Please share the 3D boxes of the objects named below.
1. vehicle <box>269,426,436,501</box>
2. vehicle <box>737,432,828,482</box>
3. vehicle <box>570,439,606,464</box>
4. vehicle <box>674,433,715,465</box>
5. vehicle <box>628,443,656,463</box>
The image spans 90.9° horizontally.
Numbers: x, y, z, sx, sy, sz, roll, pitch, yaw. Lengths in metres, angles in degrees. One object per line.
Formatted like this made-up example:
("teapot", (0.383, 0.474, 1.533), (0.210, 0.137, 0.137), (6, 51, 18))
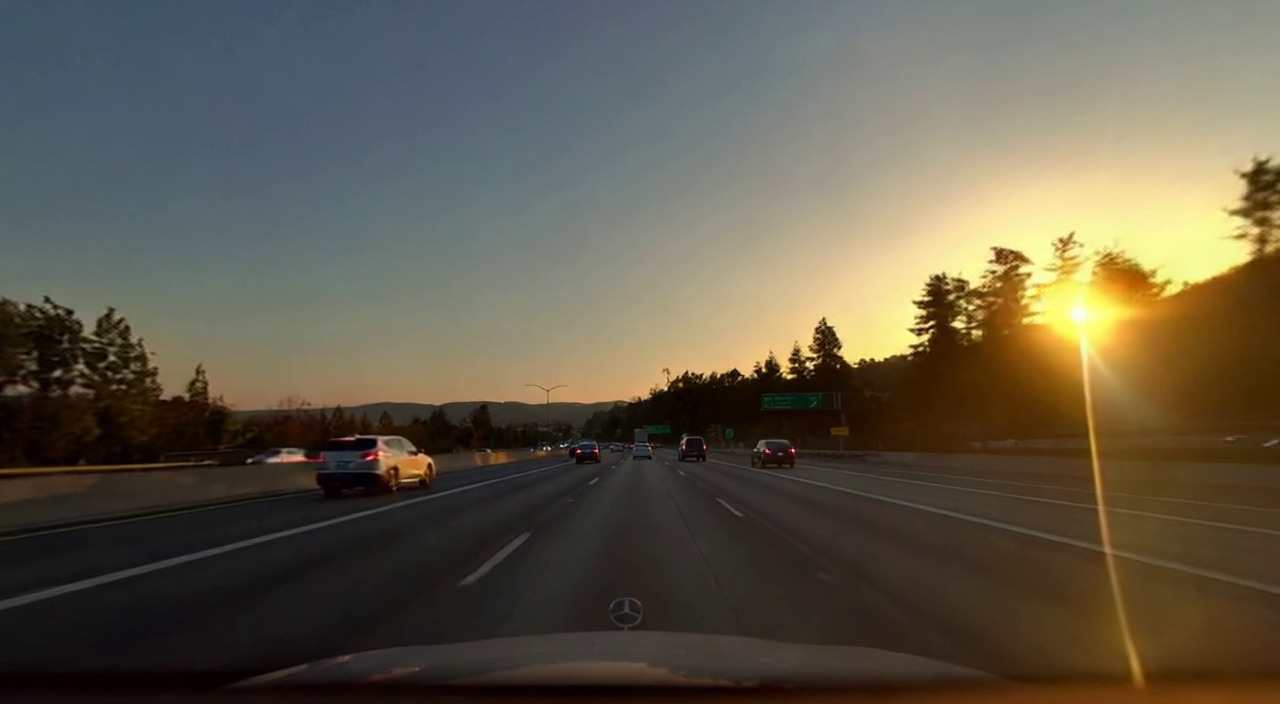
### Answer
("vehicle", (-7.878, 3.104, 18.042), (2.199, 1.781, 5.271), (-1, -8, 1))
("vehicle", (5.218, 3.916, 23.790), (2.196, 1.659, 4.451), (0, -8, -2))
("vehicle", (-3.798, 7.365, 46.896), (2.118, 1.750, 4.875), (-1, -8, 1))
("vehicle", (3.664, 6.713, 43.796), (2.348, 1.991, 5.460), (0, -8, 0))
("vehicle", (0.160, 7.601, 47.647), (2.050, 1.452, 3.917), (0, -8, 0))
